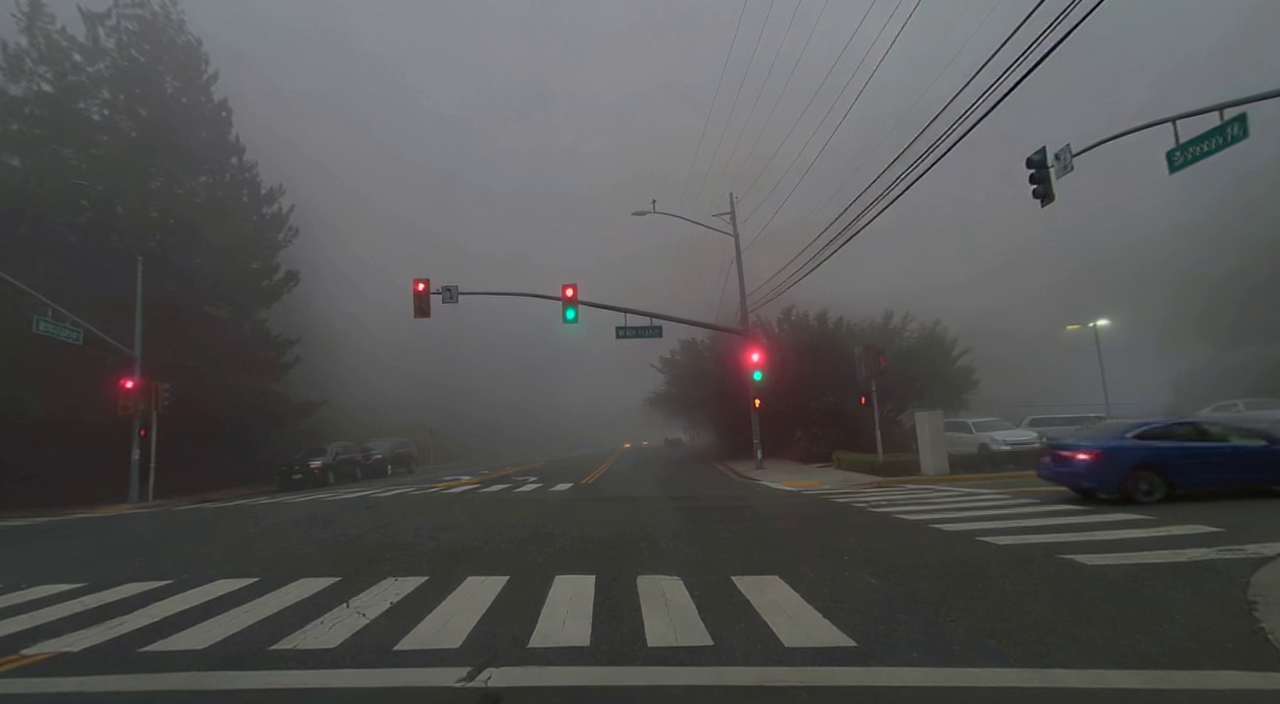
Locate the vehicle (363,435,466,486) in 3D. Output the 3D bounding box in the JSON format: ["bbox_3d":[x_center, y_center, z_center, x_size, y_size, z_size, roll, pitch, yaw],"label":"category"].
[{"bbox_3d":[-10.129,4.922,28.989,2.664,1.940,5.702,-4,-9,-1],"label":"vehicle"}]

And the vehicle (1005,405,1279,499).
[{"bbox_3d":[9.462,1.801,11.457,4.592,1.470,2.071,-4,-9,22],"label":"vehicle"}]

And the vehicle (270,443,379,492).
[{"bbox_3d":[-13.787,5.063,28.065,2.306,1.957,4.968,0,-9,-1],"label":"vehicle"}]
